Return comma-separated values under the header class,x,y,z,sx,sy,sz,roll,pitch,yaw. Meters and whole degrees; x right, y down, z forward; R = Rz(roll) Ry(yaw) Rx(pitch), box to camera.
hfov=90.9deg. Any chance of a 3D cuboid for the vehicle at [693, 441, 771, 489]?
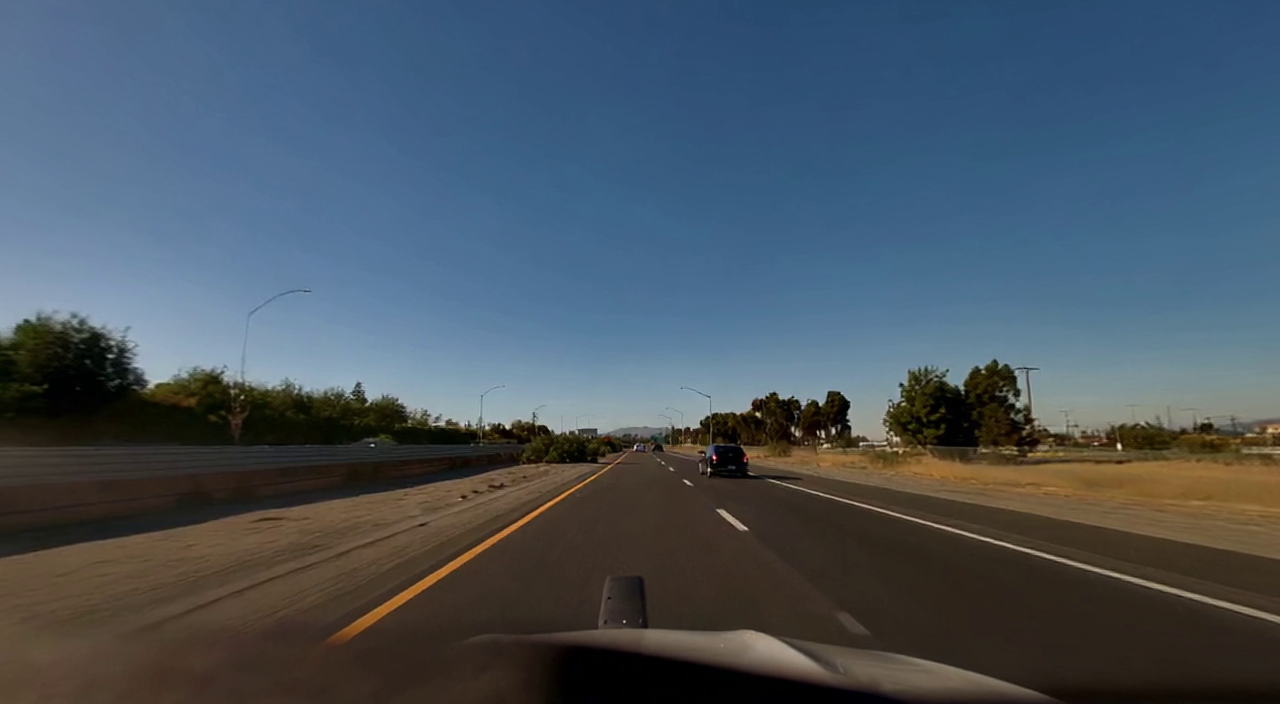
class,x,y,z,sx,sy,sz,roll,pitch,yaw
vehicle,3.065,3.863,21.977,1.991,1.475,4.302,0,-8,-1
